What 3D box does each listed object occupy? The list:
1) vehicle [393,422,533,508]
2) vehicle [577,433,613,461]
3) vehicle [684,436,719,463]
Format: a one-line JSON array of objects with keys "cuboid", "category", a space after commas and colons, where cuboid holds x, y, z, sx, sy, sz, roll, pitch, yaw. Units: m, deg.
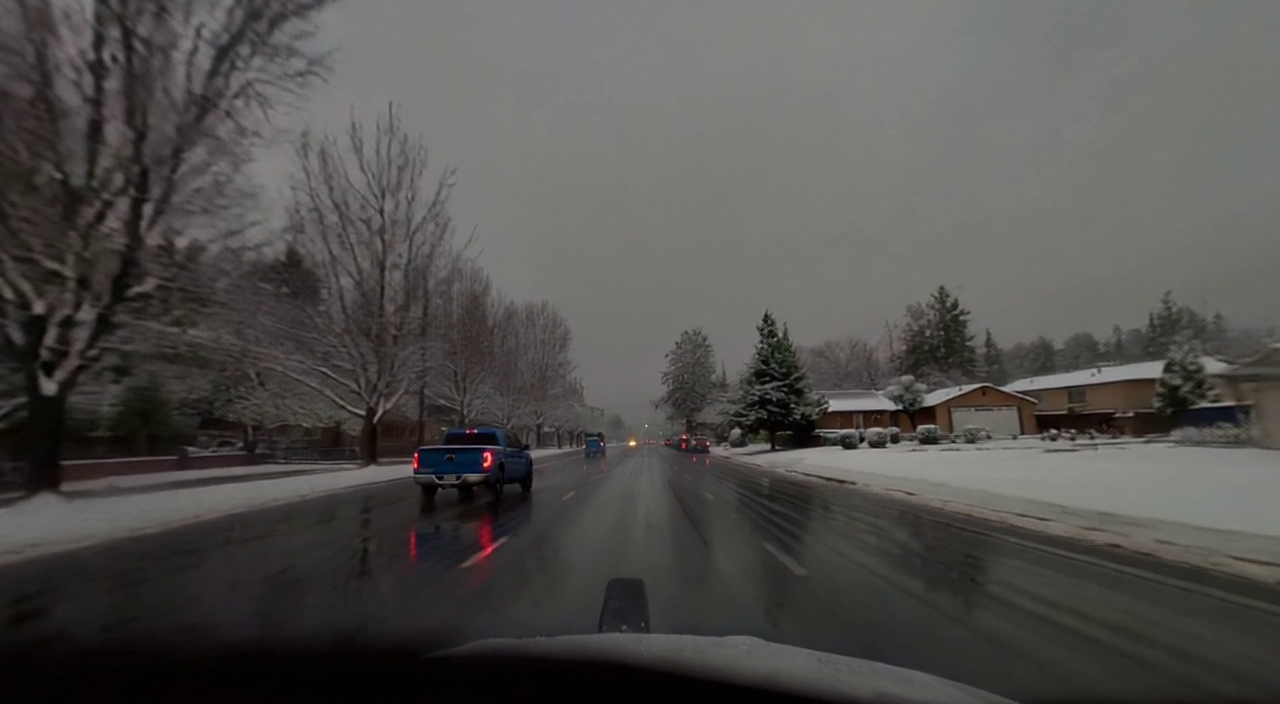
[{"cuboid": [-4.062, 2.685, 15.422, 2.002, 1.747, 4.728, 0, -8, 0], "category": "vehicle"}, {"cuboid": [-3.347, 7.168, 47.685, 2.230, 1.987, 4.385, 0, -8, 2], "category": "vehicle"}, {"cuboid": [4.140, 6.661, 42.994, 2.016, 1.736, 4.356, 0, -8, 1], "category": "vehicle"}]
